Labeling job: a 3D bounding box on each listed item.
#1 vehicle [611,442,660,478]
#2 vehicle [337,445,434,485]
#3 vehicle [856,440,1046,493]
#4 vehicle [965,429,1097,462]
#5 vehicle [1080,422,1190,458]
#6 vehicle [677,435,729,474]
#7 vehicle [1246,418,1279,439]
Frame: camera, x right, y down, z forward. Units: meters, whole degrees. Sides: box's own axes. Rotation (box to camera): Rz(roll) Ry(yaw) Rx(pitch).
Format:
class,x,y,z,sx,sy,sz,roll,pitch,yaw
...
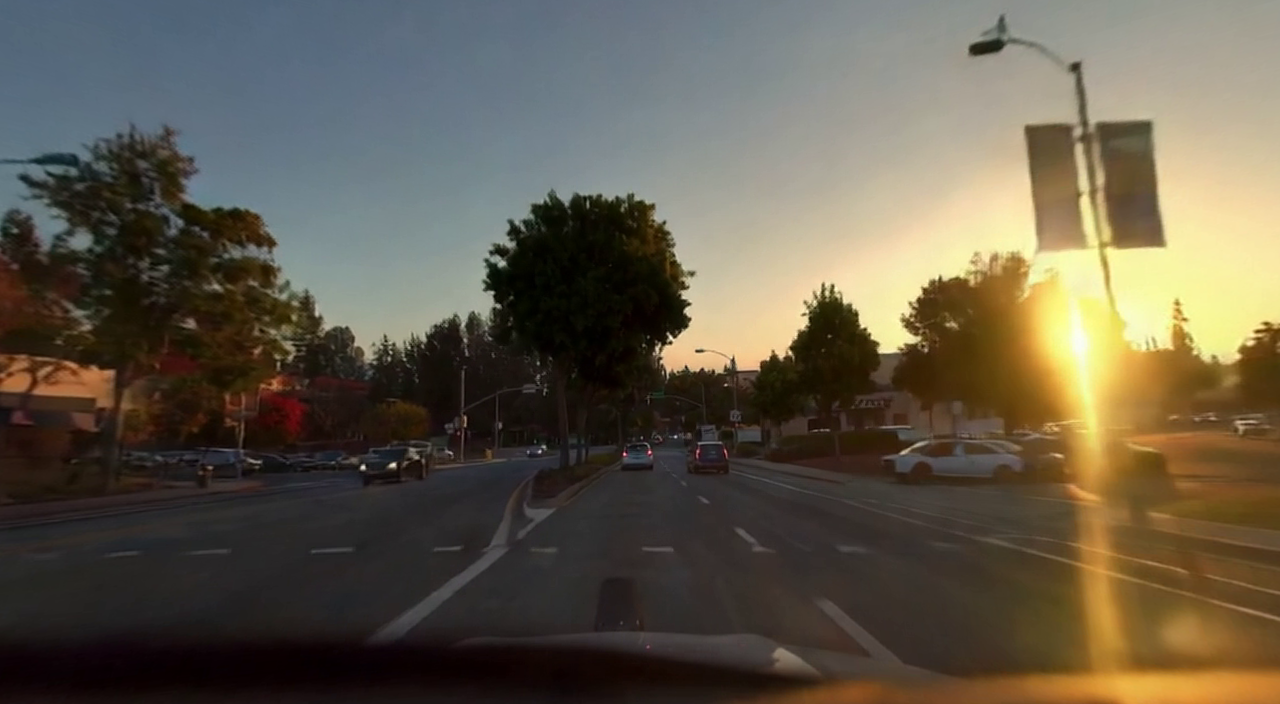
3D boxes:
class,x,y,z,sx,sy,sz,roll,pitch,yaw
vehicle,-0.171,4.520,26.693,1.917,1.418,3.987,0,-8,0
vehicle,-10.081,4.485,25.487,2.033,1.439,4.567,0,-8,0
vehicle,9.232,3.438,19.149,4.662,1.495,1.998,-1,-8,5
vehicle,18.135,4.374,29.485,4.793,1.470,1.961,0,-8,1
vehicle,23.900,4.289,30.730,1.956,1.626,4.151,1,-8,-1
vehicle,3.006,5.003,30.979,2.046,1.768,4.370,0,-8,-1
vehicle,46.465,5.679,46.406,1.796,1.439,4.254,-5,-10,31
